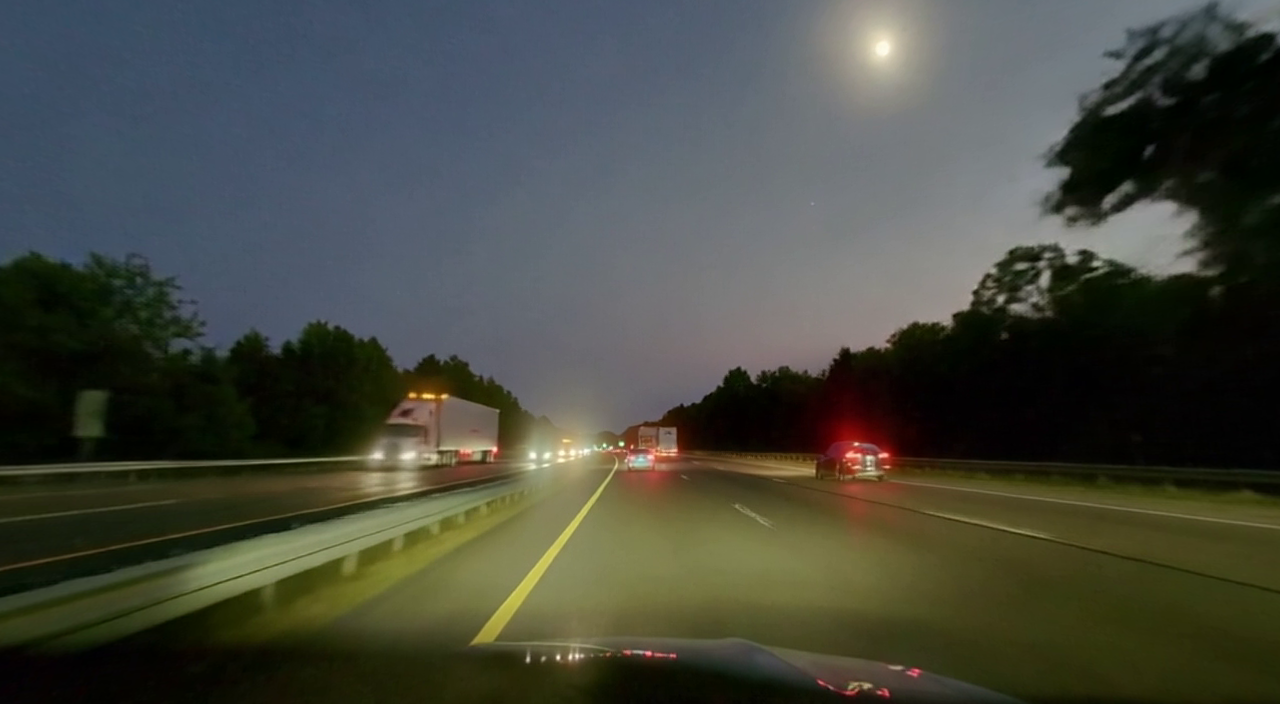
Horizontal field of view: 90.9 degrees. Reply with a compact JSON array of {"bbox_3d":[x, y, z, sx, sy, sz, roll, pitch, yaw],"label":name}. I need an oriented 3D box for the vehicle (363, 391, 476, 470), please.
[{"bbox_3d":[-12.617,4.757,37.420,3.015,4.010,10.258,0,-9,0],"label":"vehicle"}]

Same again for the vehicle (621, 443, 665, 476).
[{"bbox_3d":[0.100,5.333,31.445,2.069,1.523,4.012,0,-8,-1],"label":"vehicle"}]
